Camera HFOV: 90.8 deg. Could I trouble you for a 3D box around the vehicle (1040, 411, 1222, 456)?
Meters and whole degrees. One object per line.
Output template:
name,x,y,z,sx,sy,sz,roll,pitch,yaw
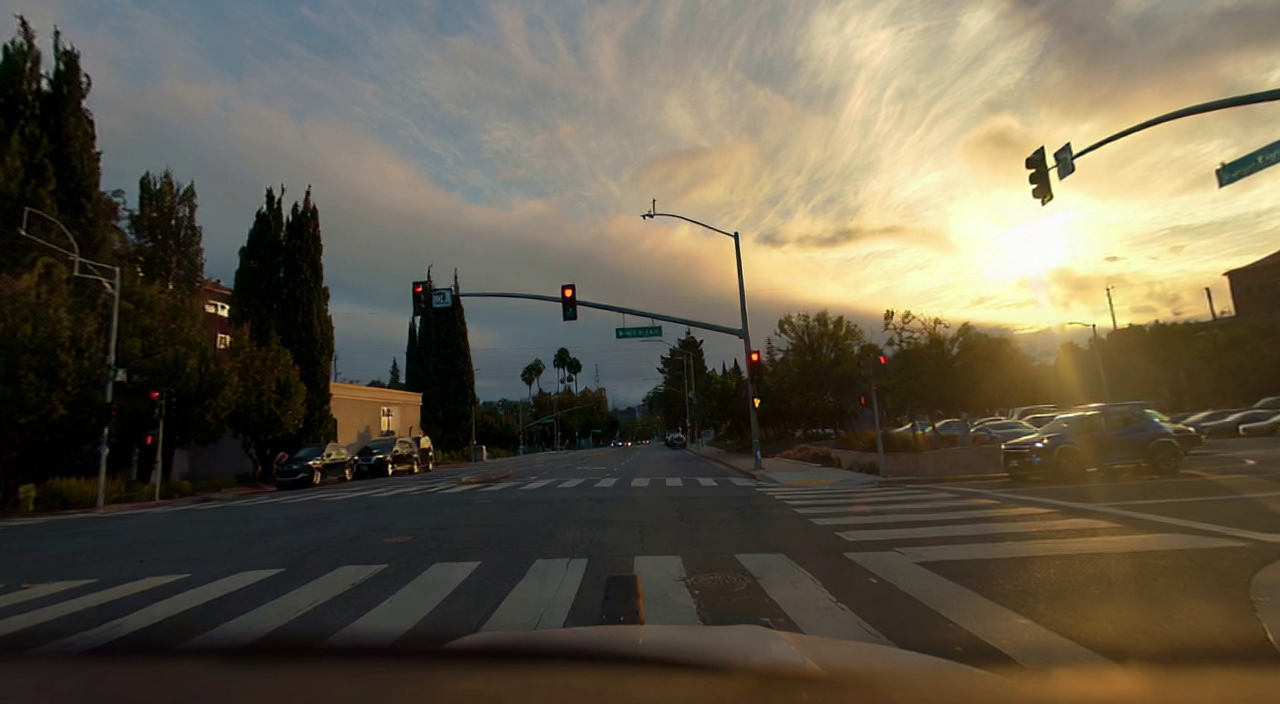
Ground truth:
vehicle,16.942,2.902,22.117,4.560,1.453,1.851,-3,-9,18

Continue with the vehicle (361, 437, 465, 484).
vehicle,-10.162,4.925,28.983,2.664,1.940,5.702,0,-9,0

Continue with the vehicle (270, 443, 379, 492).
vehicle,-13.783,5.066,28.060,2.306,1.957,4.968,0,-9,-1
